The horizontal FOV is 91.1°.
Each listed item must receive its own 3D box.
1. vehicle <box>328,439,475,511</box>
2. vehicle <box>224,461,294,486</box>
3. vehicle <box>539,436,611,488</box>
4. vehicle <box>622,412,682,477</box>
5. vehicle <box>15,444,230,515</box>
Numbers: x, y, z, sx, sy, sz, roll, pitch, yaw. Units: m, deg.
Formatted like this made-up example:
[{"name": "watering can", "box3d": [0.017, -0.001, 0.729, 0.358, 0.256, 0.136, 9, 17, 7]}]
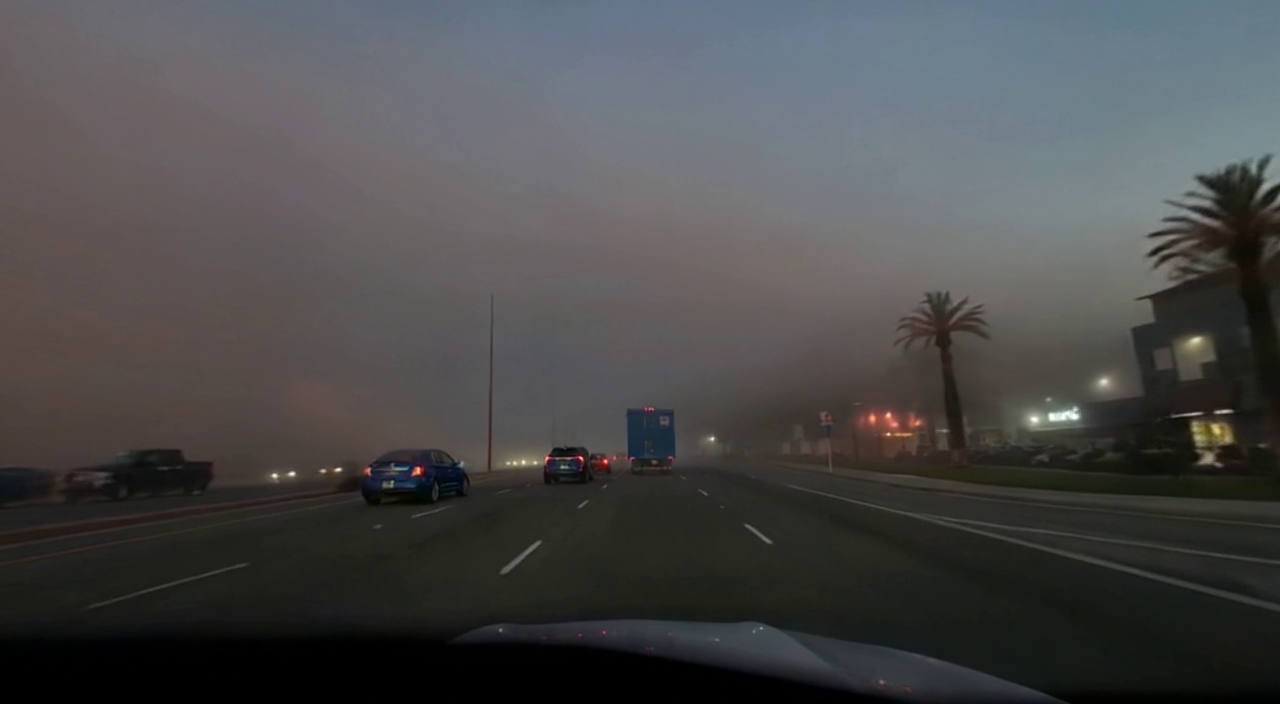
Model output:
[{"name": "vehicle", "box3d": [-6.175, 3.208, 16.975, 2.045, 1.630, 4.680, 0, -8, 1]}, {"name": "vehicle", "box3d": [-27.594, 8.796, 45.656, 1.876, 1.505, 4.876, 0, -8, 2]}, {"name": "vehicle", "box3d": [-2.428, 4.305, 24.895, 2.178, 1.826, 4.933, 0, -8, 2]}, {"name": "vehicle", "box3d": [0.657, 5.147, 34.850, 2.993, 3.235, 6.692, 0, -8, 1]}, {"name": "vehicle", "box3d": [-14.429, 3.524, 17.986, 2.100, 1.746, 4.662, 0, -8, 1]}]
